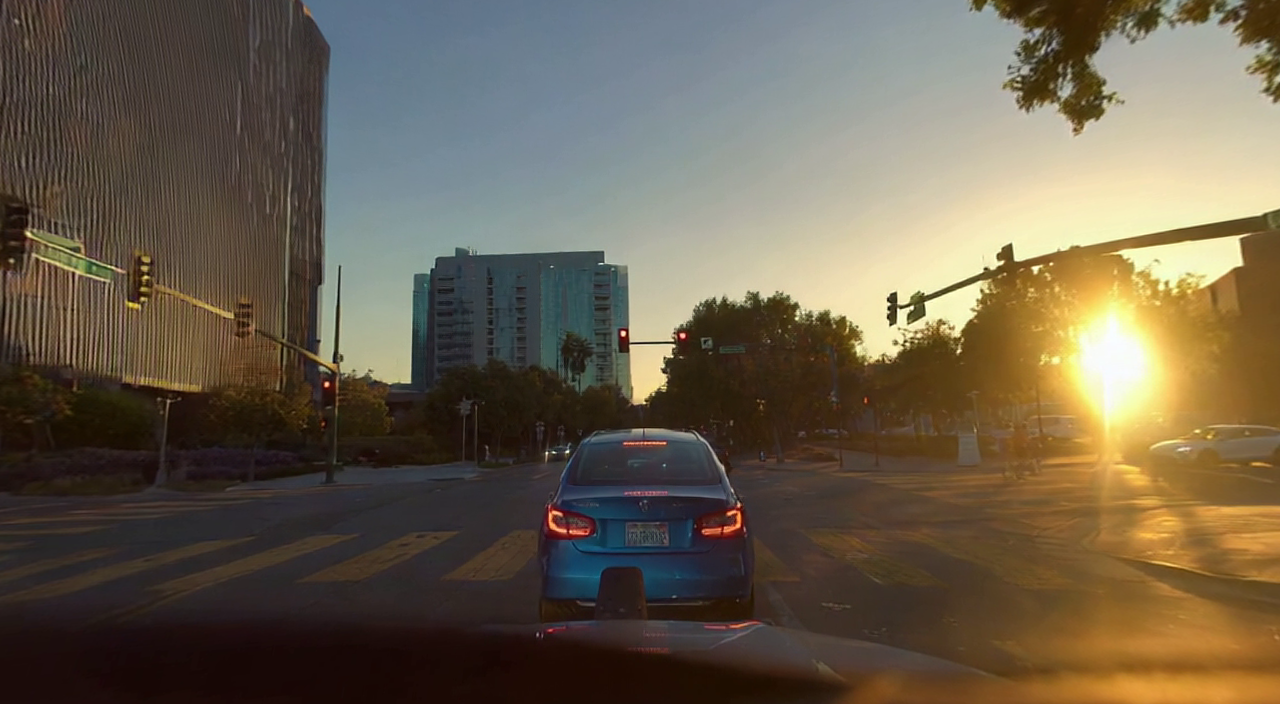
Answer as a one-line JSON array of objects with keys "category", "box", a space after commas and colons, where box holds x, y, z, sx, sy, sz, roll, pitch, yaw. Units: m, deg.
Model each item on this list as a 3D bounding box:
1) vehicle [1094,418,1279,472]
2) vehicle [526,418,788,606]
[{"category": "vehicle", "box": [19.115, 3.265, 22.225, 4.675, 1.772, 1.945, 0, -8, 0]}, {"category": "vehicle", "box": [-0.154, 1.648, 7.489, 1.893, 1.532, 4.145, 2, -9, -16]}]
